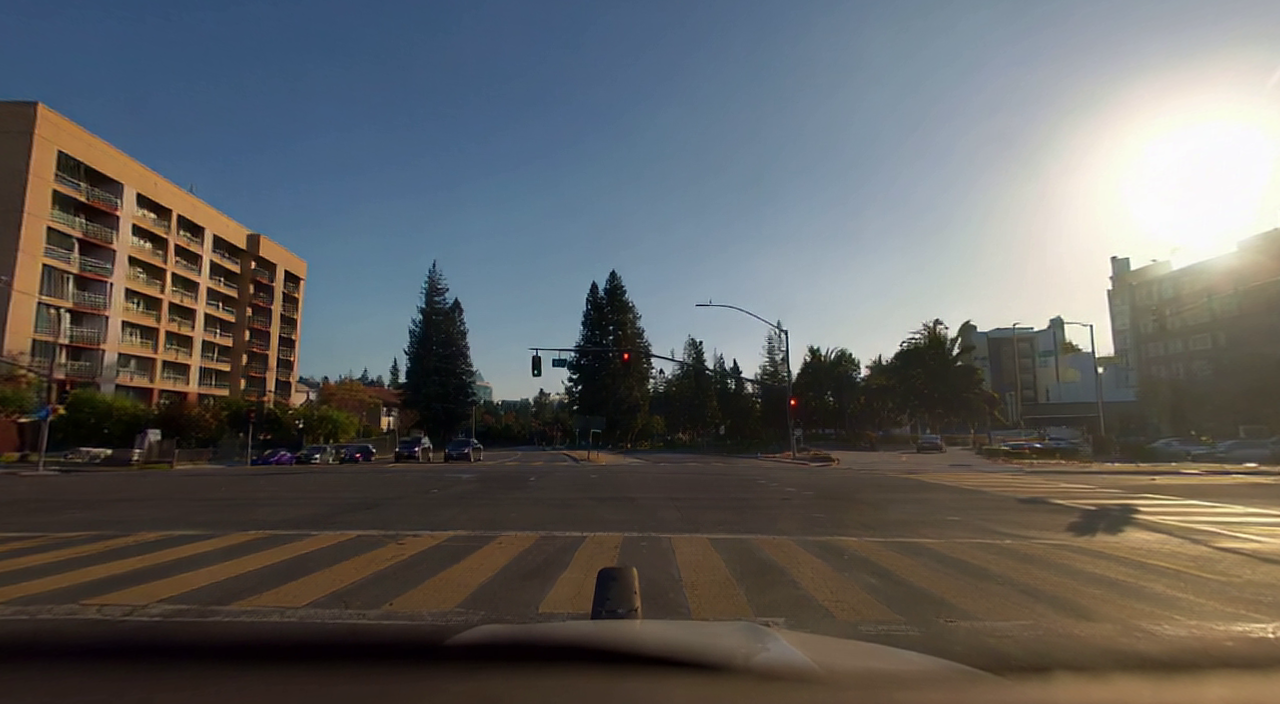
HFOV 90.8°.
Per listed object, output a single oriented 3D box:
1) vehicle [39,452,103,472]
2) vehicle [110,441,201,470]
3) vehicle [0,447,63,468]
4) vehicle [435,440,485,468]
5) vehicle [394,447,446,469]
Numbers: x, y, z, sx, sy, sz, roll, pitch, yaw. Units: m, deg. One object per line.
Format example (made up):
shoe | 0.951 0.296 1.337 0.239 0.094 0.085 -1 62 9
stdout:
vehicle | -41.594 8.023 46.247 1.552 1.339 3.340 -2 -9 0
vehicle | -34.901 7.423 45.728 2.204 1.955 5.518 0 -8 0
vehicle | -45.268 7.771 46.595 1.858 1.467 3.624 0 -8 0
vehicle | -11.965 6.804 42.316 2.080 1.763 4.341 0 -8 0
vehicle | -15.513 7.446 44.790 2.056 1.450 4.343 0 -8 0
